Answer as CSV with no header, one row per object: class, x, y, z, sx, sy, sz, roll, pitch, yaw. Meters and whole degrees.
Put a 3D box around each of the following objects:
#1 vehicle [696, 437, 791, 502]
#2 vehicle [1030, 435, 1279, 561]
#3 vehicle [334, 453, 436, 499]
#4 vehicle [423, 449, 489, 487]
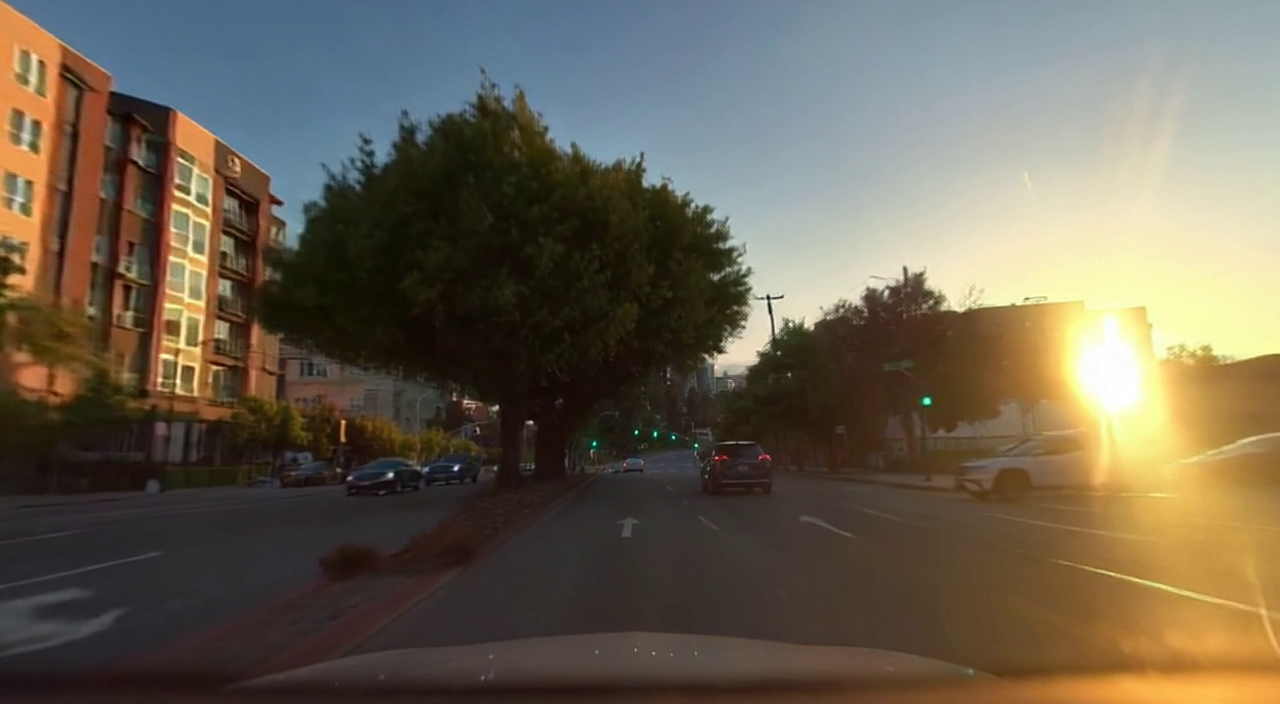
vehicle,3.188,3.721,20.525,2.129,1.844,4.767,0,-8,-2
vehicle,8.633,2.048,9.607,1.940,1.512,5.129,0,-8,-3
vehicle,-9.377,4.573,23.691,1.905,1.451,4.425,0,-8,1
vehicle,-9.556,6.029,33.234,1.939,1.744,5.079,0,-8,0
